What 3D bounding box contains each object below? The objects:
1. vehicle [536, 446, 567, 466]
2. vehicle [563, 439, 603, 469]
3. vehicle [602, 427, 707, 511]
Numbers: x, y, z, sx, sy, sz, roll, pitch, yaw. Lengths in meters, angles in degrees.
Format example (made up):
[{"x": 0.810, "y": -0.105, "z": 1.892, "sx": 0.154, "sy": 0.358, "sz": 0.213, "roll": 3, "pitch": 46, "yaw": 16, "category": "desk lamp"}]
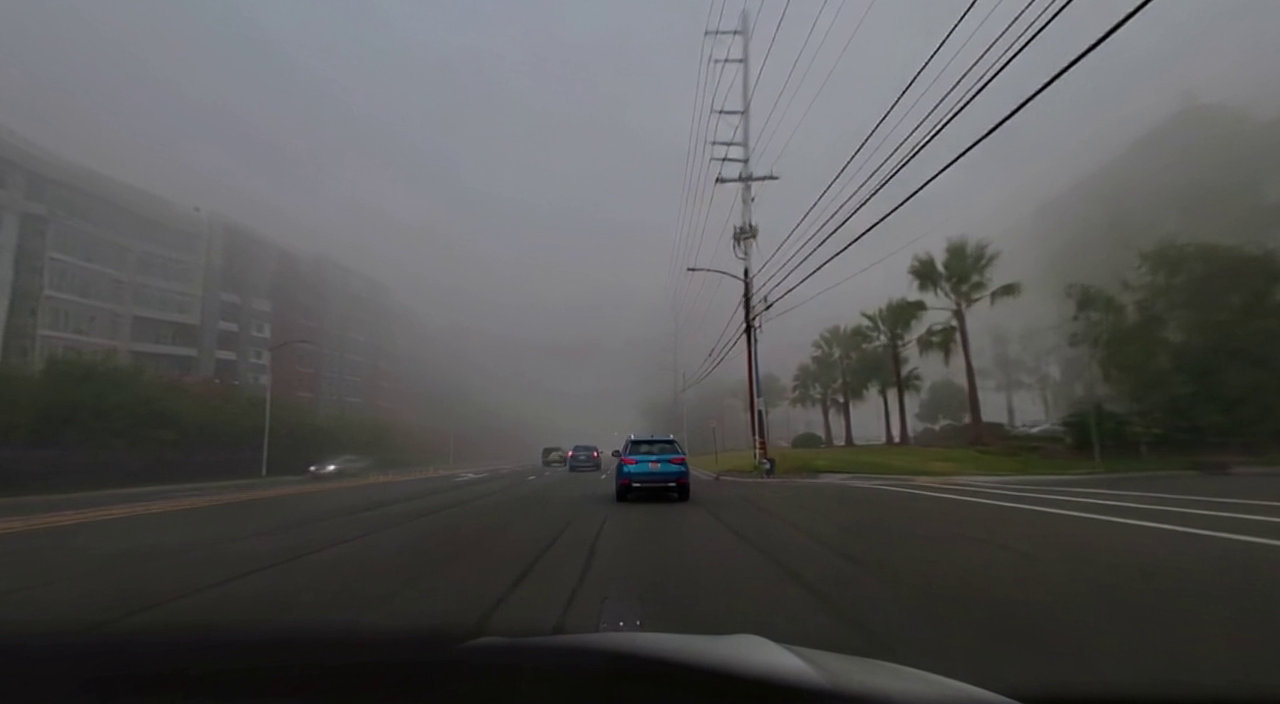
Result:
[{"x": -6.959, "y": 8.214, "z": 49.978, "sx": 1.910, "sy": 1.484, "sz": 3.980, "roll": 0, "pitch": -9, "yaw": 0, "category": "vehicle"}, {"x": -3.721, "y": 6.751, "z": 41.839, "sx": 2.169, "sy": 1.796, "sz": 4.821, "roll": 0, "pitch": -9, "yaw": 1, "category": "vehicle"}, {"x": 0.242, "y": 2.757, "z": 15.269, "sx": 2.198, "sy": 1.706, "sz": 4.166, "roll": 0, "pitch": -9, "yaw": -2, "category": "vehicle"}]
